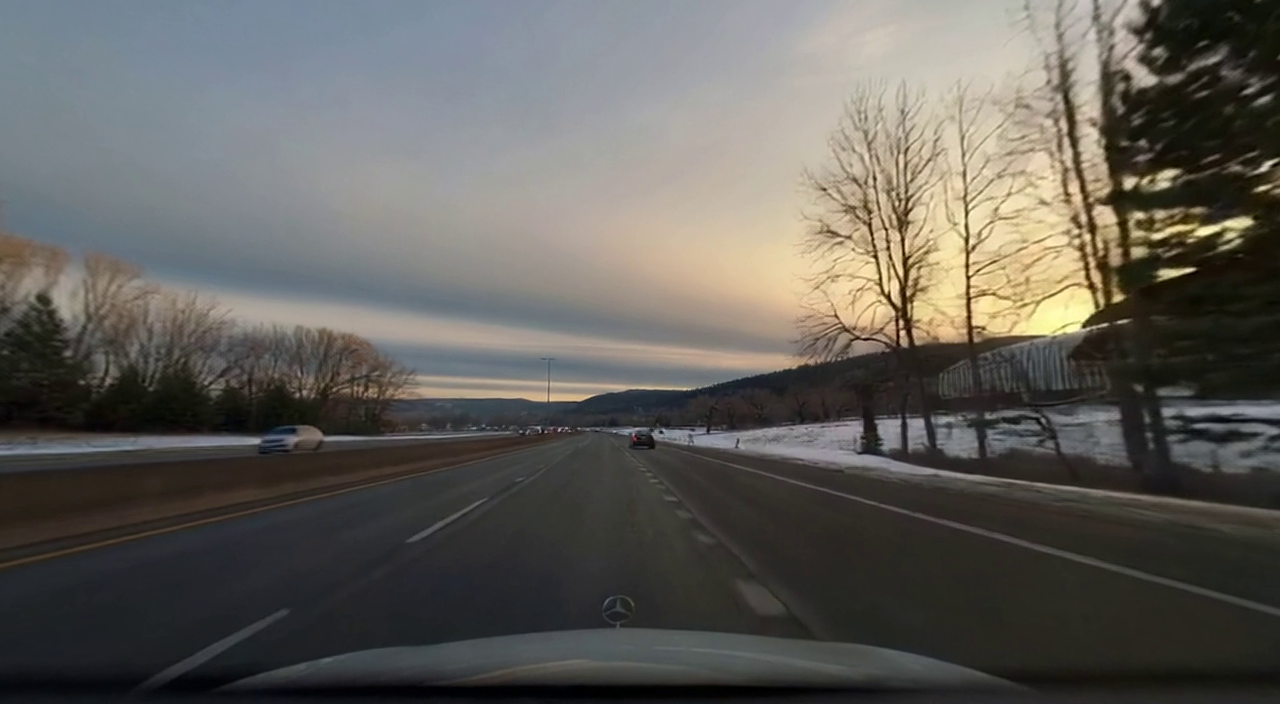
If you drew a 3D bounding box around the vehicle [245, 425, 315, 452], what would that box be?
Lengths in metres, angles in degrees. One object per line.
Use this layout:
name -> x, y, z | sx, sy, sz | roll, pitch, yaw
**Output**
vehicle -> -21.533, 5.213, 37.776 | 1.808, 1.504, 4.219 | 0, -8, -3
